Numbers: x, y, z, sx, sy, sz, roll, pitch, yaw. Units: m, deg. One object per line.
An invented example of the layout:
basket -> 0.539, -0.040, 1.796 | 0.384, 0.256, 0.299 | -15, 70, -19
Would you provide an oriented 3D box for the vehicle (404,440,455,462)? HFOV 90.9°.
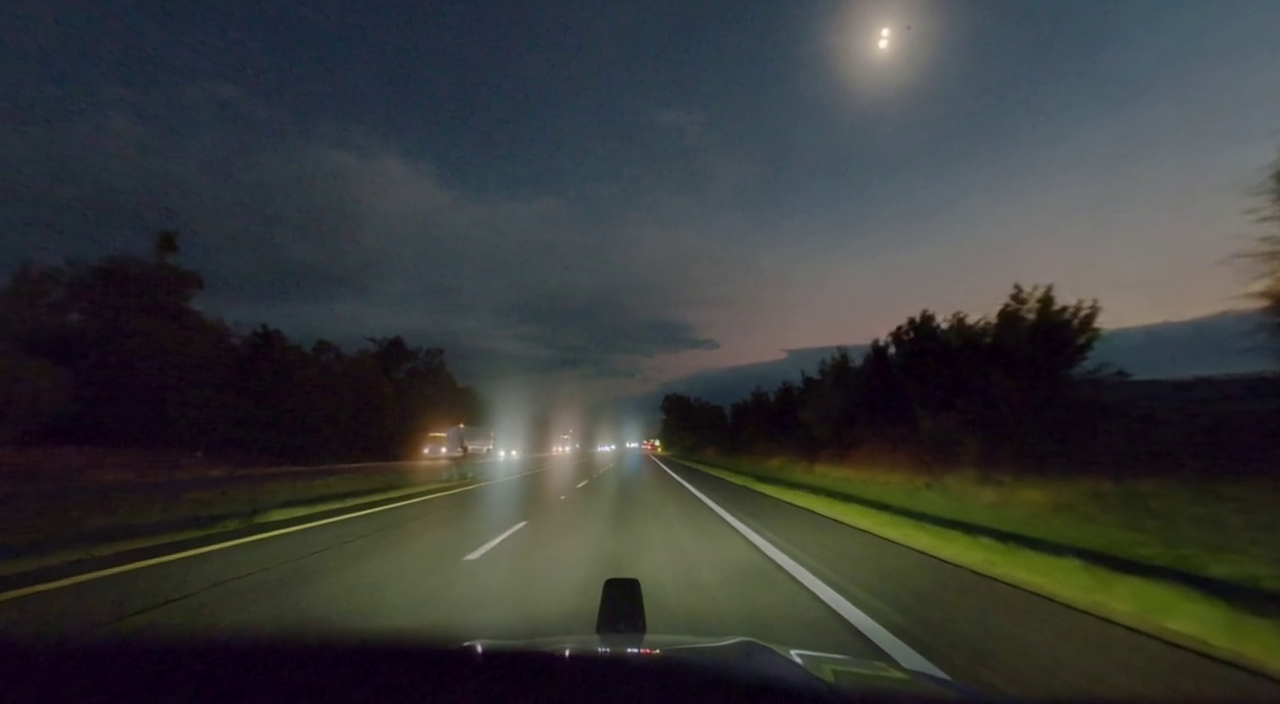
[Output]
vehicle -> -15.754, 7.453, 47.436 | 2.202, 1.541, 4.490 | 0, -9, 1
